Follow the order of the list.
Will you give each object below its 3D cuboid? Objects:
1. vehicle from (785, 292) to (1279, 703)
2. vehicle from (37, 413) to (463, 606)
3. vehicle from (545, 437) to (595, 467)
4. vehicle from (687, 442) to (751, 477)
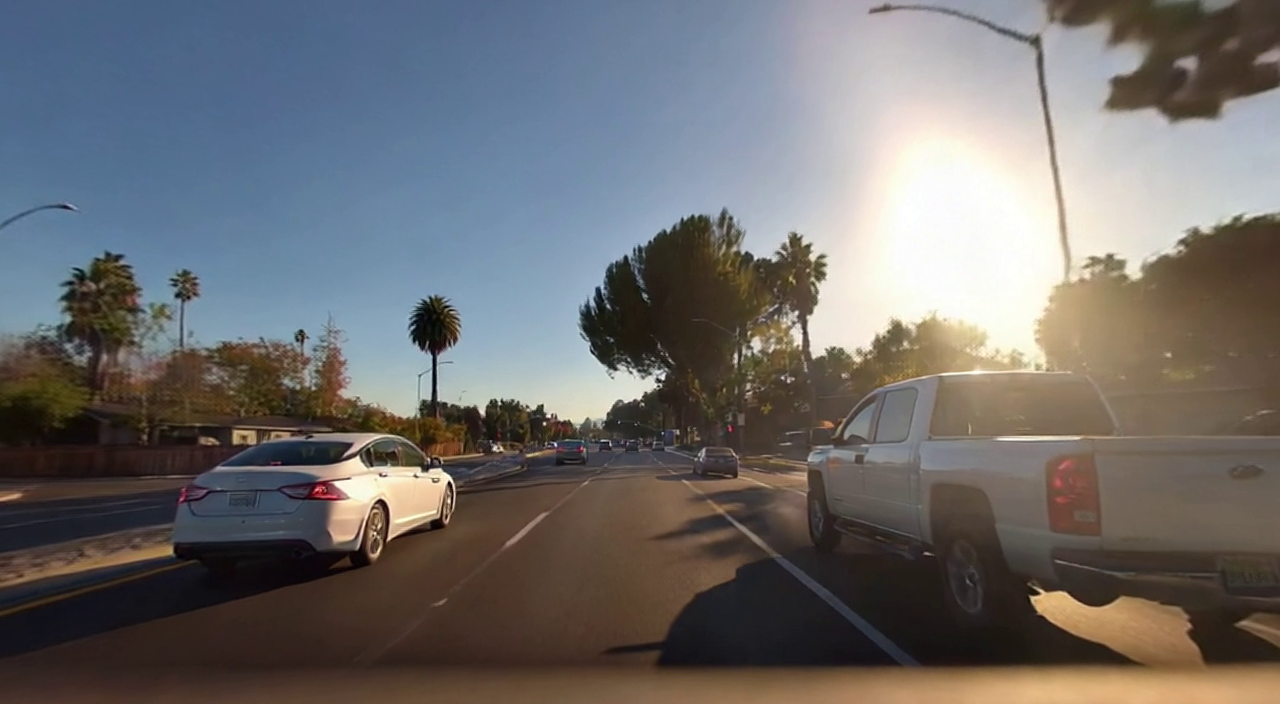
[{"bbox_3d":[3.269,1.132,5.771,2.478,2.030,5.723,0,-8,0],"label":"vehicle"},{"bbox_3d":[-3.682,1.558,7.180,2.094,1.509,4.286,0,-8,0],"label":"vehicle"},{"bbox_3d":[-3.827,5.595,35.341,2.263,1.548,4.555,0,-8,0],"label":"vehicle"},{"bbox_3d":[3.436,4.793,28.519,2.149,1.421,4.805,0,-8,-2],"label":"vehicle"}]
